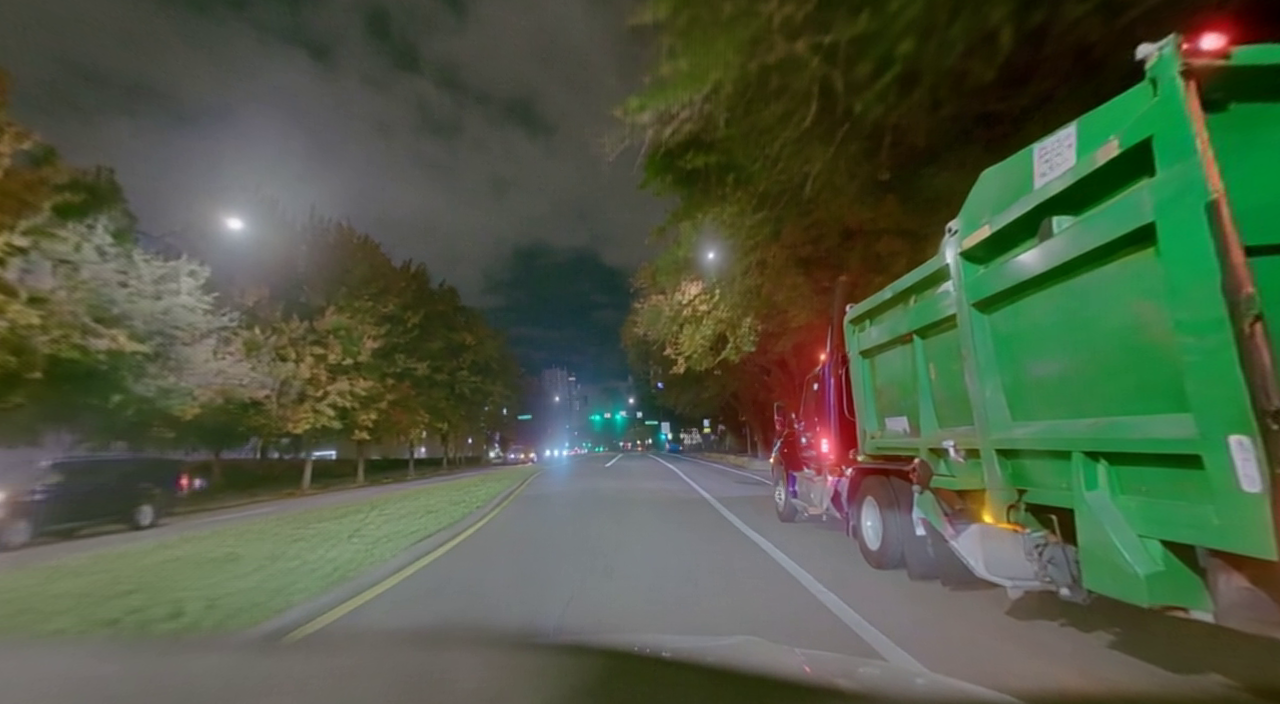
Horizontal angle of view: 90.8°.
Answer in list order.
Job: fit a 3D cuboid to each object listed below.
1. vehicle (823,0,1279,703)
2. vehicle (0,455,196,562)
[{"bbox_3d":[3.889,0.058,2.910,2.731,3.407,10.262,0,-9,-2],"label":"vehicle"},{"bbox_3d":[-13.394,3.398,14.631,2.290,1.943,5.833,0,-9,-4],"label":"vehicle"}]
